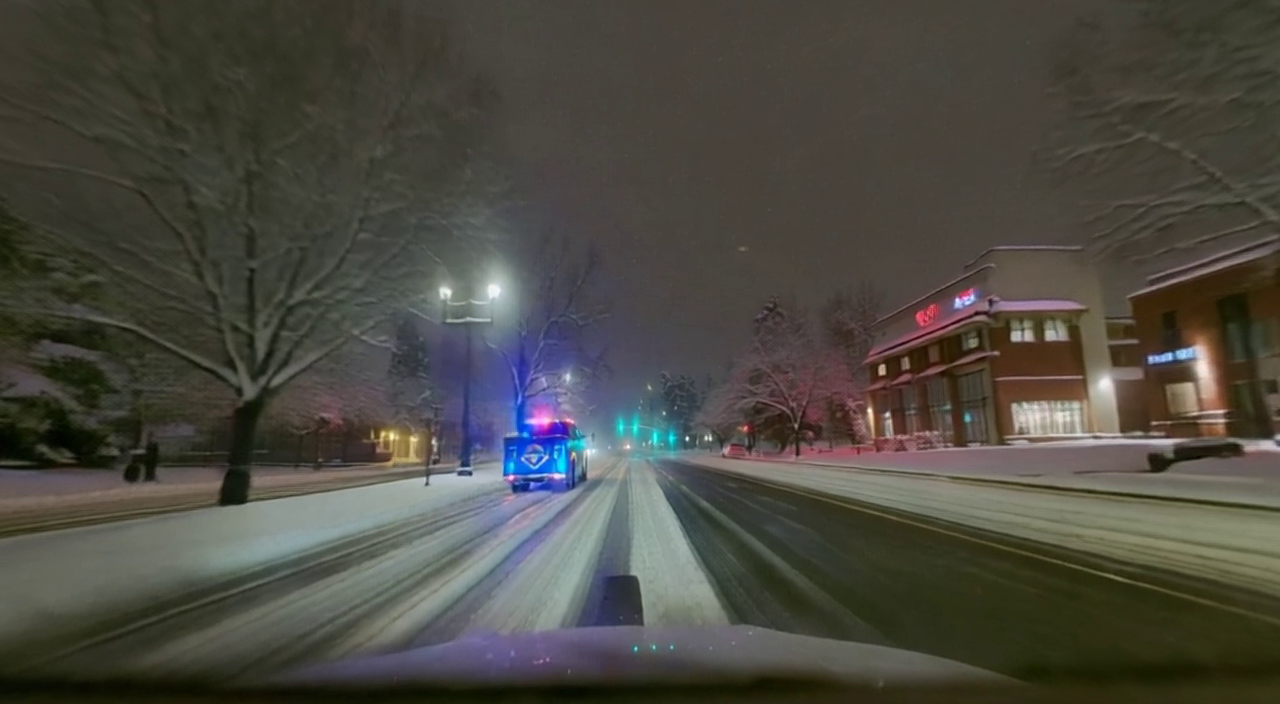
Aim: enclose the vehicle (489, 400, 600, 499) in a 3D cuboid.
[{"bbox_3d":[-2.910,3.218,21.003,2.633,2.787,5.796,-1,-9,1],"label":"vehicle"}]
